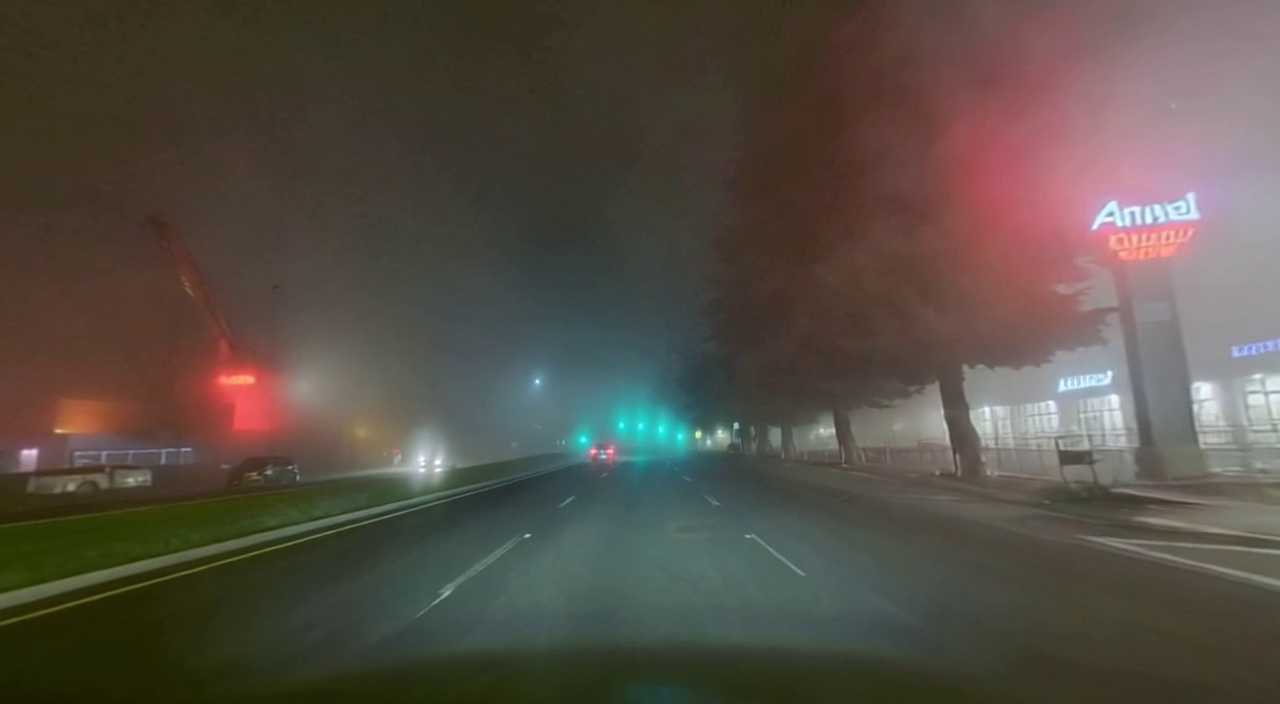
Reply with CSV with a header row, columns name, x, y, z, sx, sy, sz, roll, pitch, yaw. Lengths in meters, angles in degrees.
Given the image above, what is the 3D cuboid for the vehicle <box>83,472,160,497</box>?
name,x,y,z,sx,sy,sz,roll,pitch,yaw
vehicle,-32.991,8.412,40.129,3.576,1.407,1.583,-1,-8,3

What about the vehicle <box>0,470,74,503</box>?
name,x,y,z,sx,sy,sz,roll,pitch,yaw
vehicle,-33.373,7.190,33.461,4.764,1.448,1.876,-3,-8,-3

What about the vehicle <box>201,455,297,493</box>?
name,x,y,z,sx,sy,sz,roll,pitch,yaw
vehicle,-21.879,6.821,35.542,2.262,1.703,4.728,-5,-9,3

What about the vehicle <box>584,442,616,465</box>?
name,x,y,z,sx,sy,sz,roll,pitch,yaw
vehicle,-2.683,6.929,43.255,1.926,1.442,4.231,0,-8,0
